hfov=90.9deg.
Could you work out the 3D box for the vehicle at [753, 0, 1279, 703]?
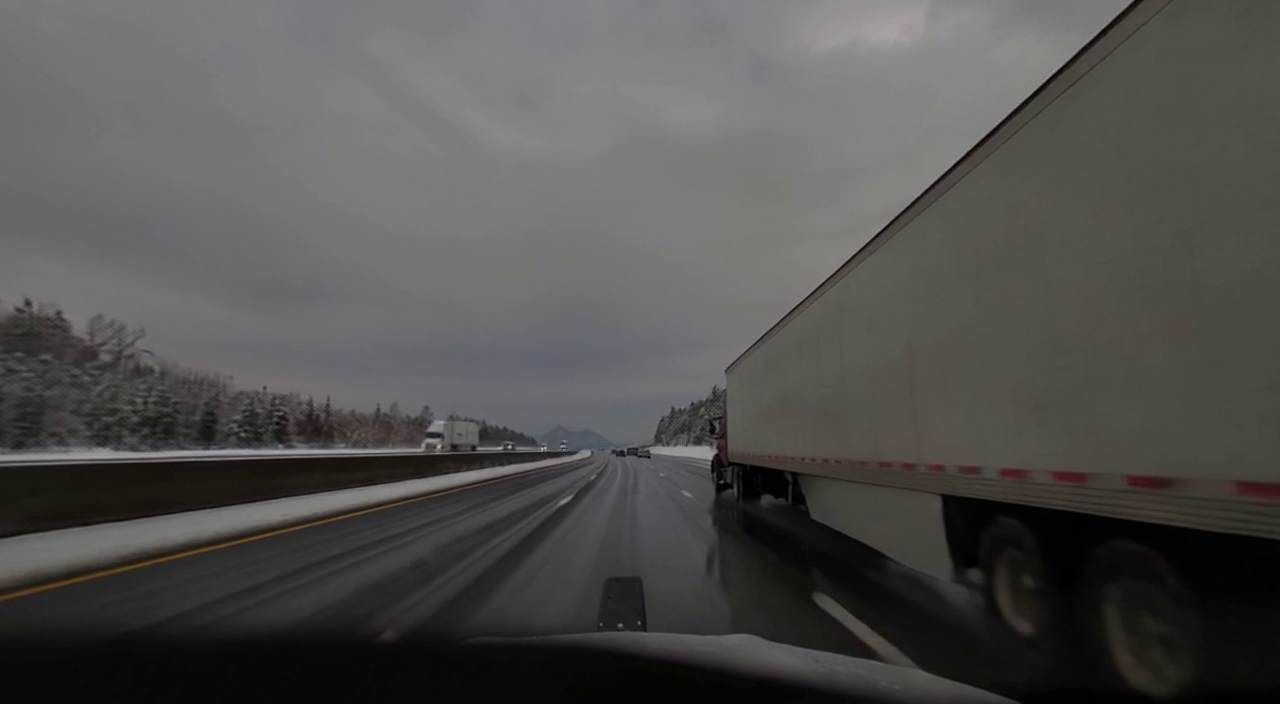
[{"bbox_3d":[3.805,0.635,6.783,2.876,3.586,11.726,0,-9,-1],"label":"vehicle"}]
